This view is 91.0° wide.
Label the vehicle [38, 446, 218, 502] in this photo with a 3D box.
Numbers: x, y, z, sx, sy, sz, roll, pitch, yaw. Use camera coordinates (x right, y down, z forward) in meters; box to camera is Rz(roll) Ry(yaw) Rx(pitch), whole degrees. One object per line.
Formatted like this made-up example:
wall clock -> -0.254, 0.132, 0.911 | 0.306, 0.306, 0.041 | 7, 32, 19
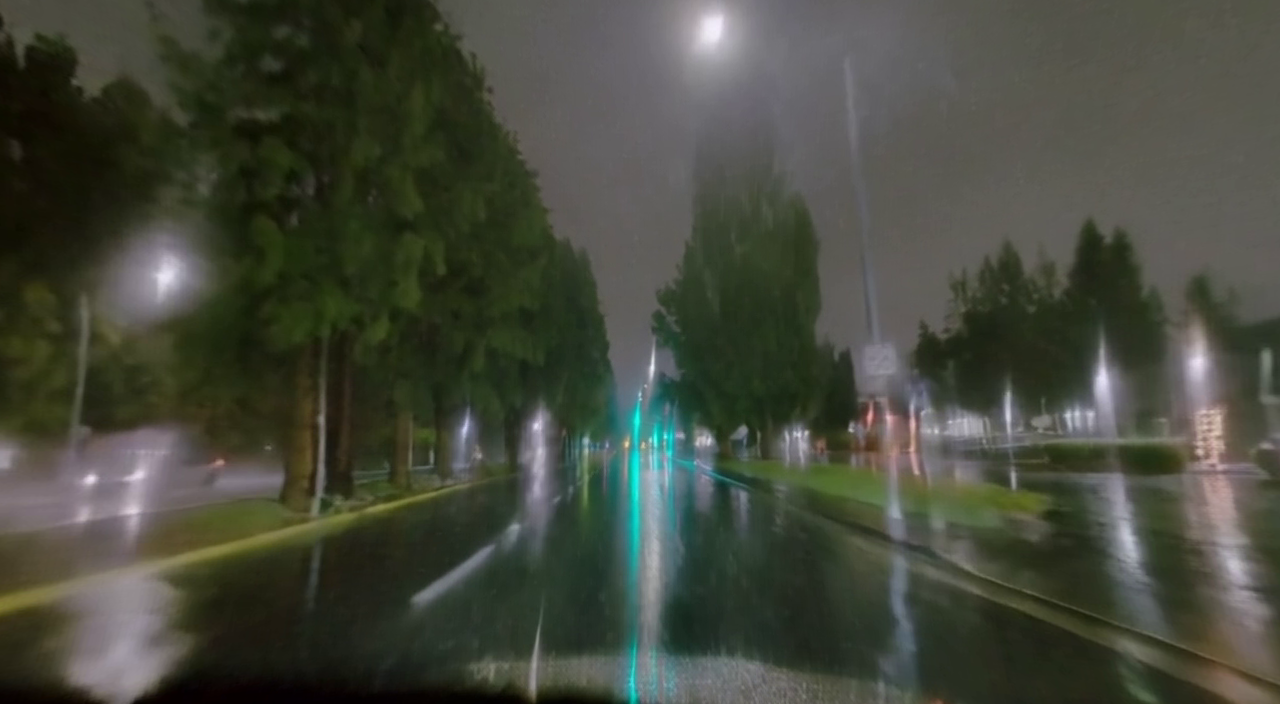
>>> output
vehicle -> -15.627, 3.693, 19.608 | 1.862, 1.507, 4.424 | 0, -8, 0
